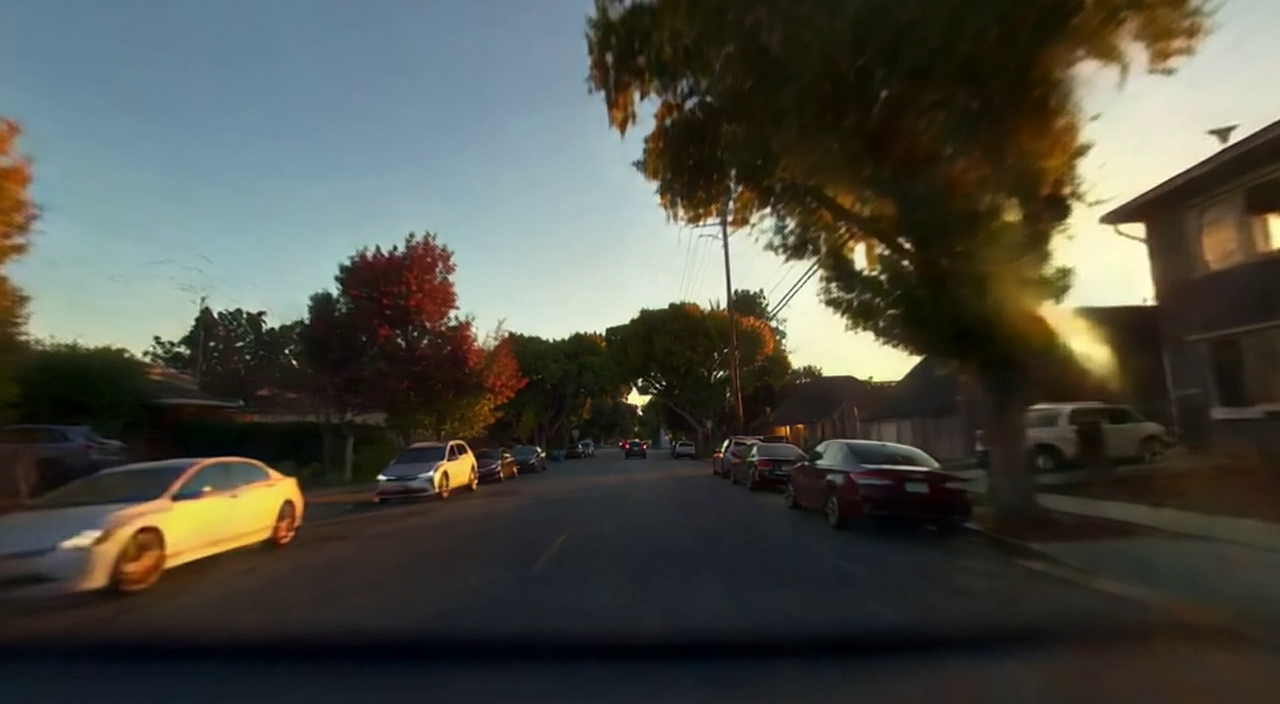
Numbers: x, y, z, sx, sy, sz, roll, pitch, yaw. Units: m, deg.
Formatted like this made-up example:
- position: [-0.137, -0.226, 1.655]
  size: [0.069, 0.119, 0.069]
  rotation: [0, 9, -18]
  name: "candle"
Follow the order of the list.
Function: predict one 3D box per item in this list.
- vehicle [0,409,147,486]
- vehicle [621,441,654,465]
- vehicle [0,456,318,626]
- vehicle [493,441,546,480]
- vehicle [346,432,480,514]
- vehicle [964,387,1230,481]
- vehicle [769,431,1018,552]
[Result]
- position: [-18.864, 2.874, 18.921]
  size: [5.916, 2.146, 2.717]
  rotation: [4, -11, -28]
  name: "vehicle"
- position: [-0.219, 6.633, 41.690]
  size: [2.062, 1.509, 4.305]
  rotation: [0, -8, -1]
  name: "vehicle"
- position: [-6.049, 2.099, 7.892]
  size: [1.951, 1.327, 4.191]
  rotation: [-2, -7, -1]
  name: "vehicle"
- position: [-6.238, 5.634, 33.249]
  size: [1.769, 1.572, 4.990]
  rotation: [-4, -6, -1]
  name: "vehicle"
- position: [-6.113, 3.235, 17.754]
  size: [2.115, 1.820, 5.002]
  rotation: [-3, -7, -3]
  name: "vehicle"
- position: [10.414, 1.885, 14.365]
  size: [5.782, 1.786, 2.233]
  rotation: [3, -10, -25]
  name: "vehicle"
- position: [3.695, 2.121, 10.434]
  size: [2.039, 1.480, 4.831]
  rotation: [0, -8, -1]
  name: "vehicle"
